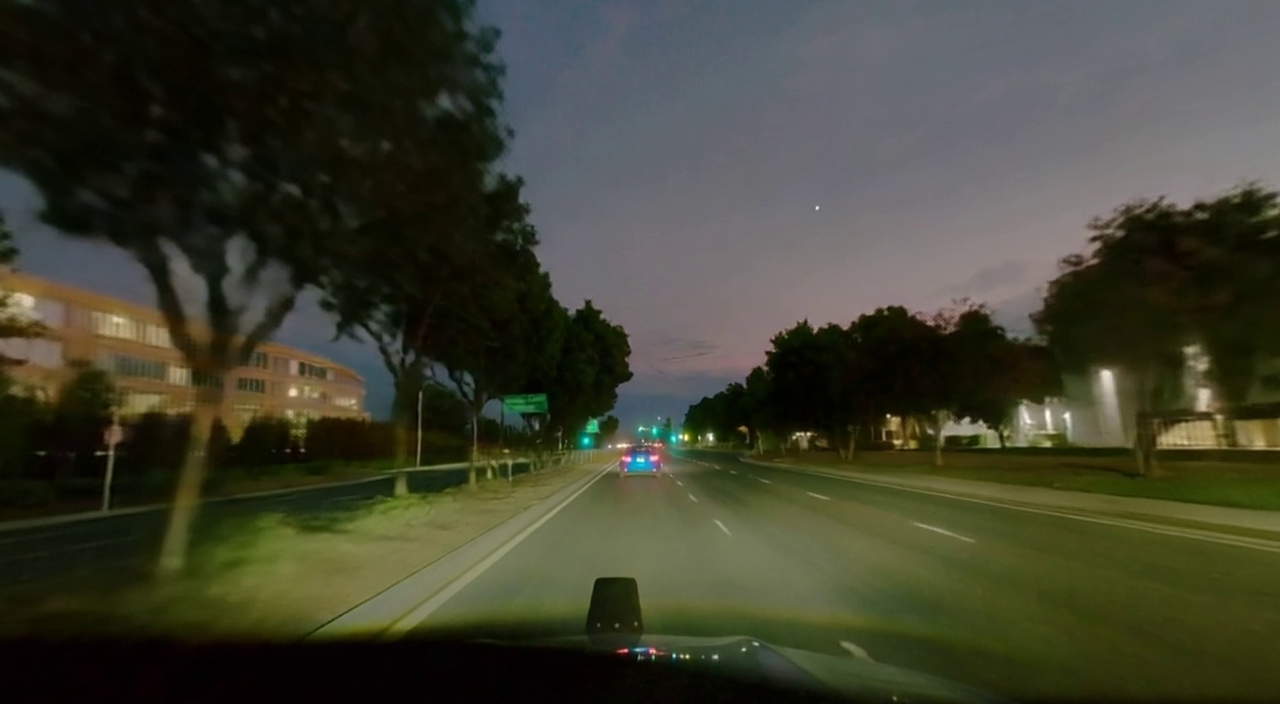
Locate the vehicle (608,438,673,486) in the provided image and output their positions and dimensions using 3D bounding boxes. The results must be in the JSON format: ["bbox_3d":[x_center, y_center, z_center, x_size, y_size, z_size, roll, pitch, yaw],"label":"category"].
[{"bbox_3d":[-0.011,3.816,22.343,2.042,1.479,4.601,0,-8,-1],"label":"vehicle"}]
